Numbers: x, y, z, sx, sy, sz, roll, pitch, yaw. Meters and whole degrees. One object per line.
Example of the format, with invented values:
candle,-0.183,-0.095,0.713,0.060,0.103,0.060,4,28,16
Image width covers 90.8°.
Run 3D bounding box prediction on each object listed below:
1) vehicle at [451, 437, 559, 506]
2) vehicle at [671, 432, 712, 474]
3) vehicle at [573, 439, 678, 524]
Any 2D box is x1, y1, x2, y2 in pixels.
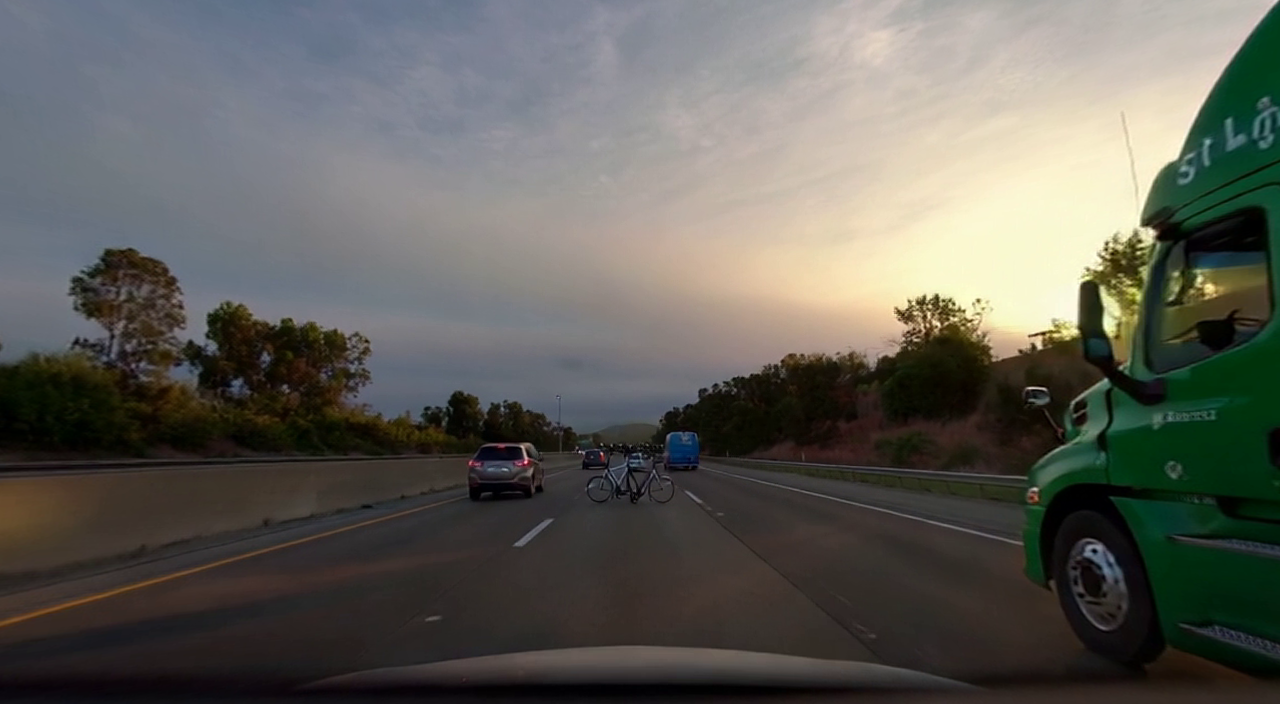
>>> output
vehicle,-3.624,3.309,17.846,1.985,1.671,4.604,0,-9,0
vehicle,3.493,7.000,43.747,2.234,2.679,5.372,0,-9,-1
vehicle,-0.274,2.717,13.685,1.973,1.574,3.426,0,-9,0
